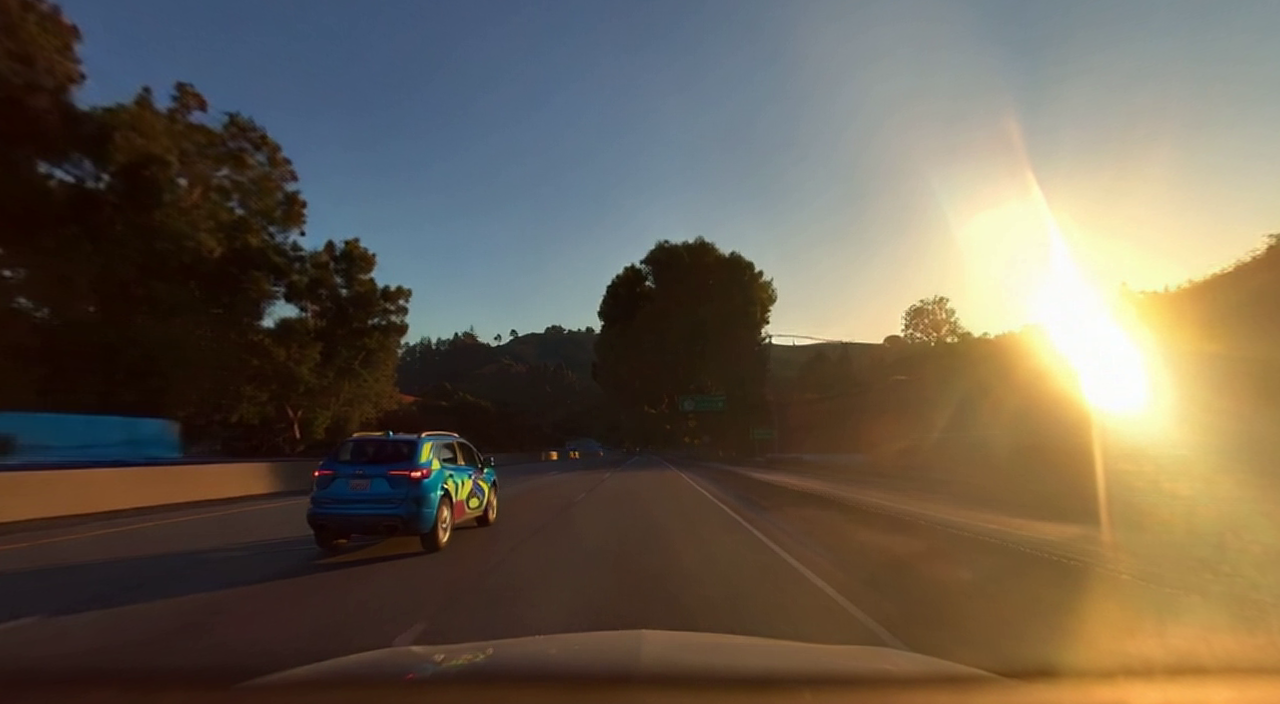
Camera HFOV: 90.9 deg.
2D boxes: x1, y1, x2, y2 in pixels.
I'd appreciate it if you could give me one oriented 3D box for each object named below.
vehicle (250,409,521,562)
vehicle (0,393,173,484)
[{"bbox_3d":[-3.502,1.942,9.970,2.183,1.803,4.685,0,-8,2],"label":"vehicle"},{"bbox_3d":[-28.645,4.269,30.878,2.942,3.811,11.015,0,-8,1],"label":"vehicle"}]
